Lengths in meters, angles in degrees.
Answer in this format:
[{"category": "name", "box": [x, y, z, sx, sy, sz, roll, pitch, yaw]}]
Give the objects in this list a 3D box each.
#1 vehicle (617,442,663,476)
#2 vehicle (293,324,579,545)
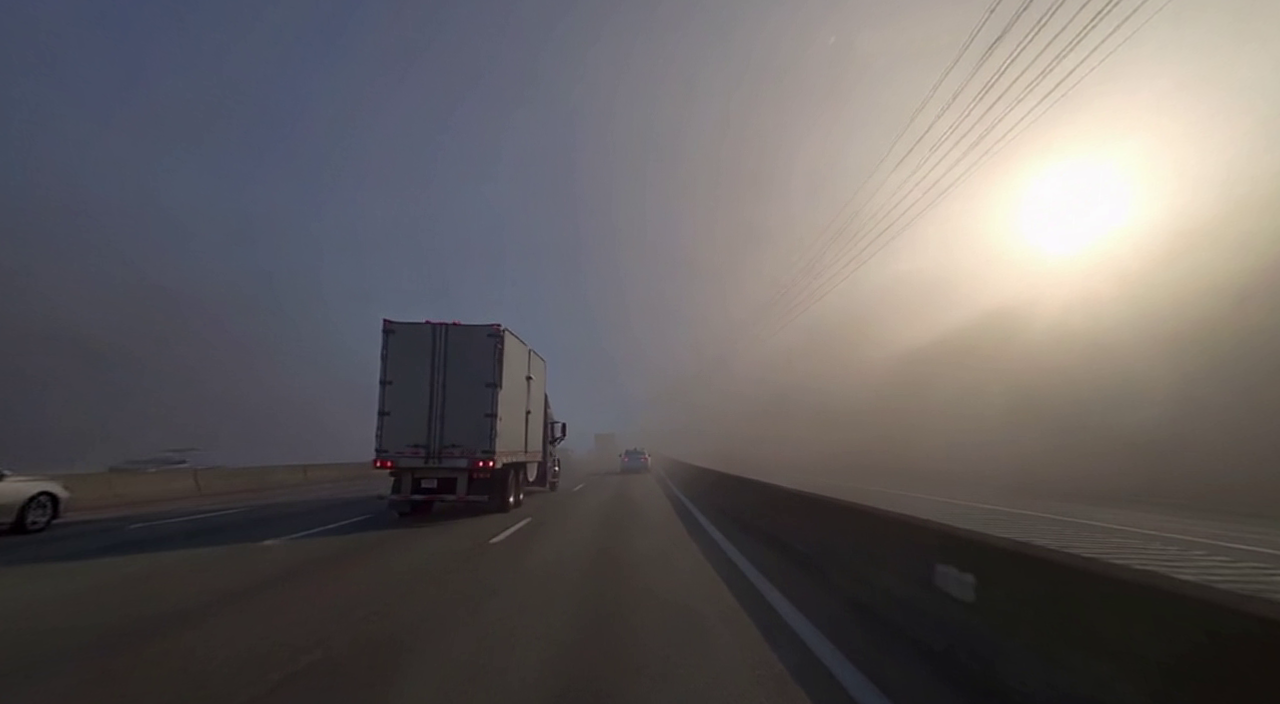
[{"category": "vehicle", "box": [0.004, 5.473, 32.347, 2.178, 1.640, 4.071, 0, -9, 0]}, {"category": "vehicle", "box": [-3.422, 1.878, 13.866, 3.023, 3.246, 9.102, 0, -9, 2]}]
